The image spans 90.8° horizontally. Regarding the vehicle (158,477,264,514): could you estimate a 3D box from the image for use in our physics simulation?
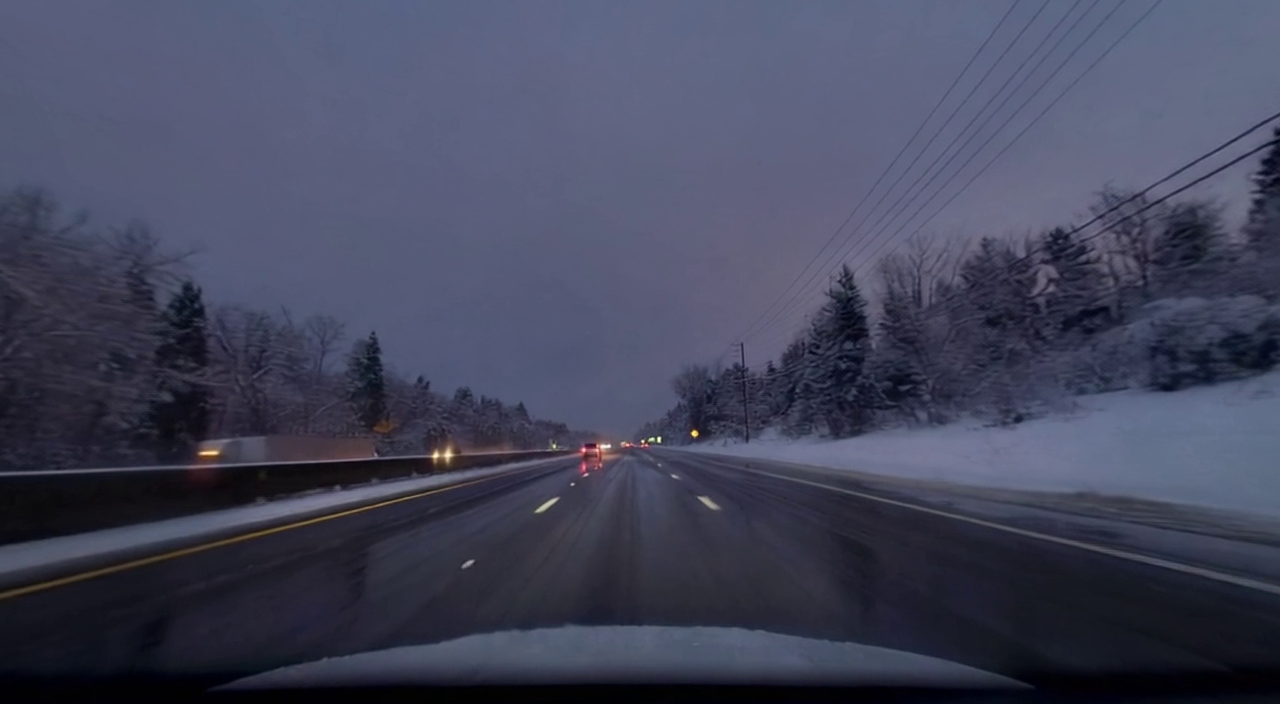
[{"bbox_3d":[-24.582,8.222,36.551,2.230,1.685,5.700,0,-8,-1],"label":"vehicle"}]

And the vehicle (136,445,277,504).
[{"bbox_3d":[-33.290,9.325,49.490,2.996,3.694,11.637,-4,-7,0],"label":"vehicle"}]
